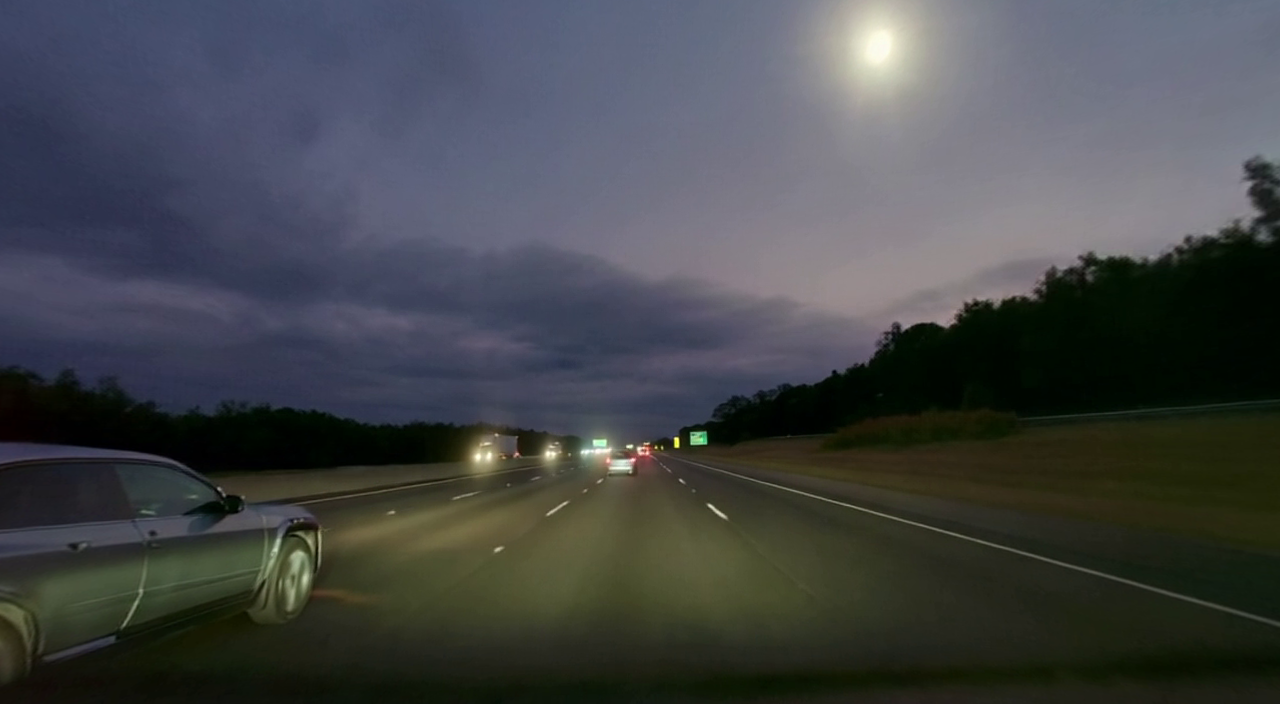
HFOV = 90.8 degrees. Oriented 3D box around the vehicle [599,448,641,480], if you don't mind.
[{"bbox_3d":[-0.946,5.612,31.865,1.908,1.515,3.871,0,-9,1],"label":"vehicle"}]
